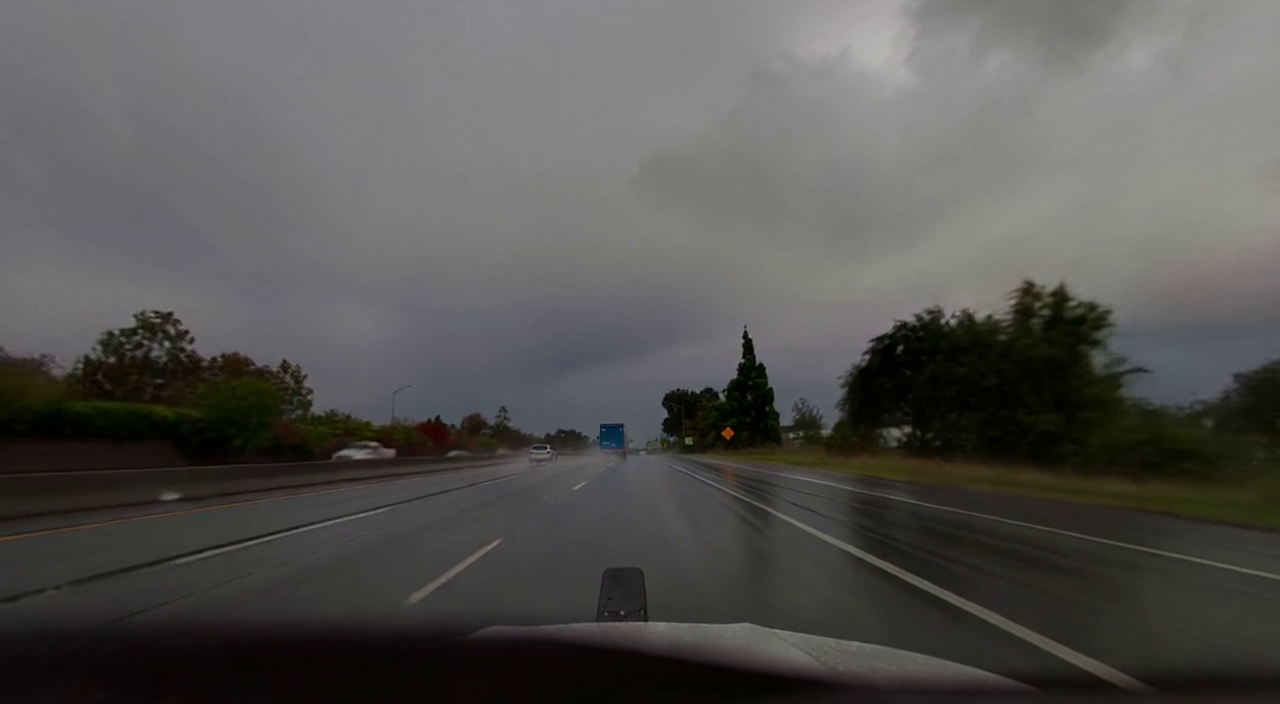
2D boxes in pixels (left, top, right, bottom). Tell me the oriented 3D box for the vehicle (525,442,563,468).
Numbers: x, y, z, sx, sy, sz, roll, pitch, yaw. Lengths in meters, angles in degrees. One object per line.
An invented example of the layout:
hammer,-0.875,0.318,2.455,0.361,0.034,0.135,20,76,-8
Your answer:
vehicle,-7.098,7.652,46.878,2.043,1.828,4.436,0,-8,1

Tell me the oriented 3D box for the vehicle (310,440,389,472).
vehicle,-17.171,6.173,37.665,2.134,1.726,5.214,0,-8,1
